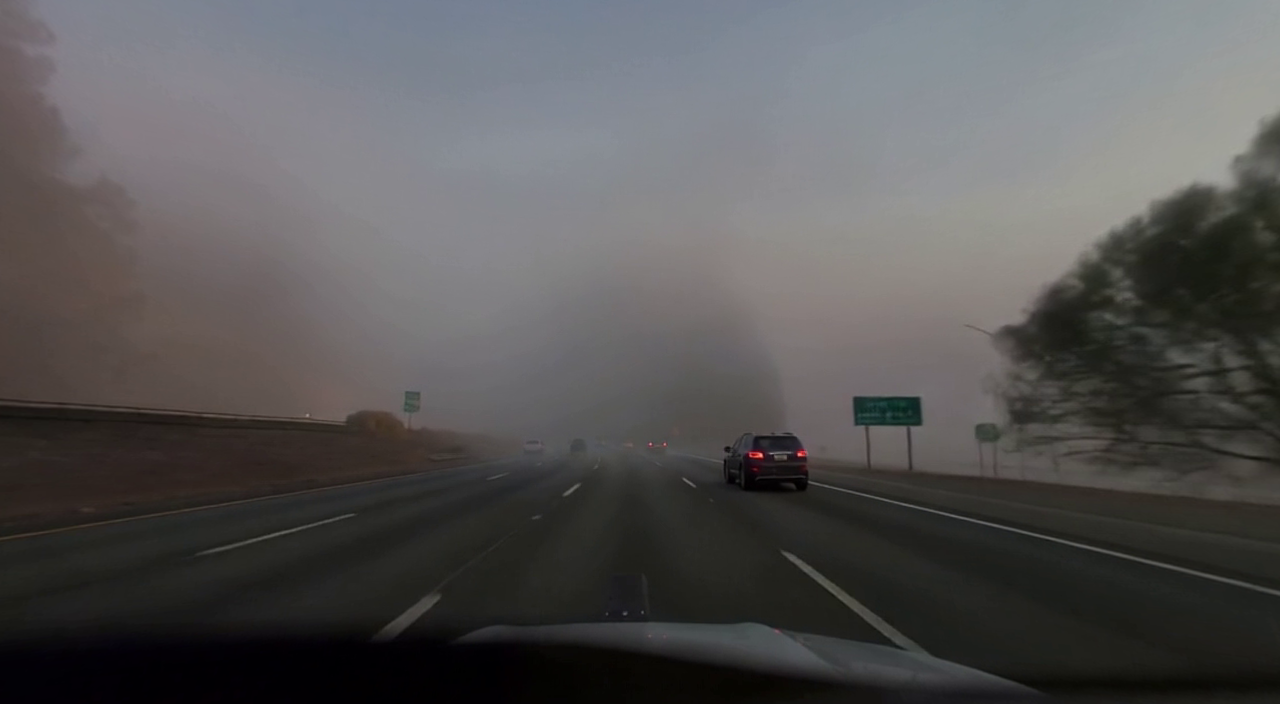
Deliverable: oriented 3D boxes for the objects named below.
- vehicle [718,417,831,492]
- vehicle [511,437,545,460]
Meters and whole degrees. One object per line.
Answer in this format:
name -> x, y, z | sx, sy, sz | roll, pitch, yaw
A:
vehicle -> 3.505, 2.781, 17.367 | 2.043, 1.795, 4.347 | 0, -8, -2
vehicle -> -8.568, 7.397, 48.465 | 2.064, 1.645, 4.286 | 0, -8, -4
